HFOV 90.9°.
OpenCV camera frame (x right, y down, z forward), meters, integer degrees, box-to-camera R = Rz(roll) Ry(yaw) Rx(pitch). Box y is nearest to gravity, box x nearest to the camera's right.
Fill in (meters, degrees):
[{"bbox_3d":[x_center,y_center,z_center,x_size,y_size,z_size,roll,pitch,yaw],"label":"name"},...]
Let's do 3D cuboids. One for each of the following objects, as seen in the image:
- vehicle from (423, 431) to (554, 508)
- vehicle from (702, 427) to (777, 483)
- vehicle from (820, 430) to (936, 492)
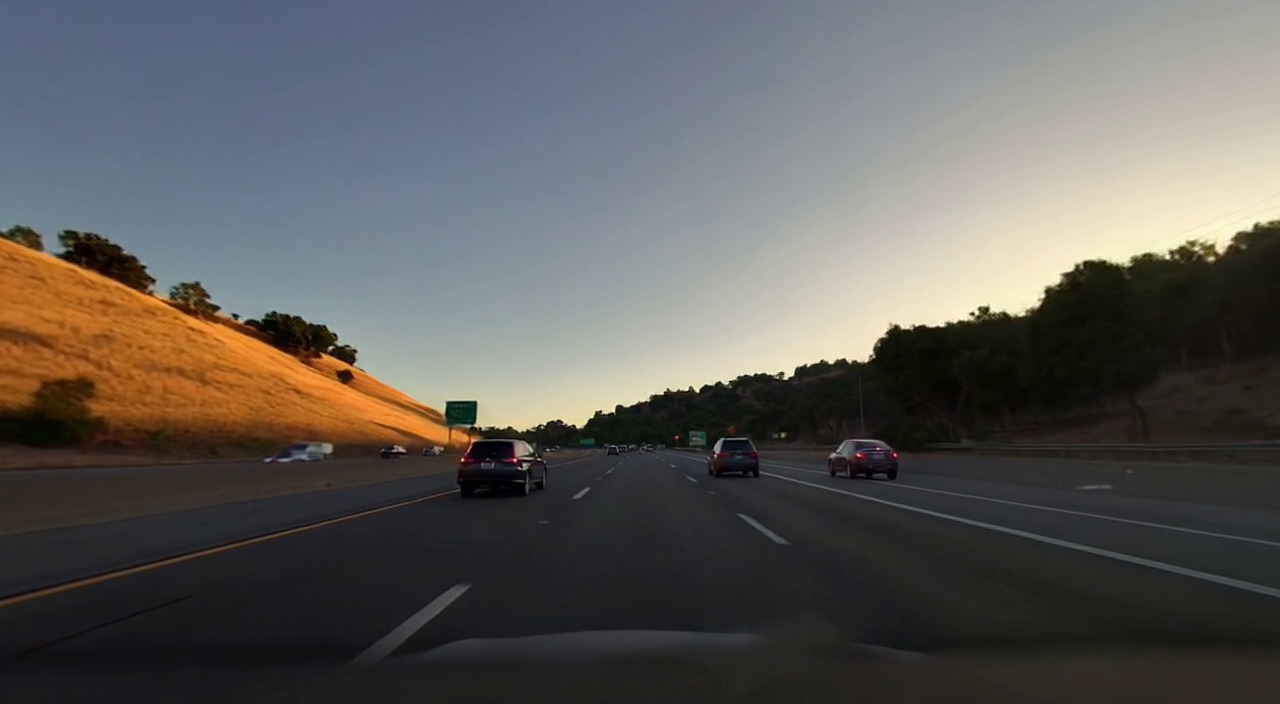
[{"bbox_3d":[-3.654,2.934,16.198,2.166,1.672,4.388,-1,-8,1],"label":"vehicle"},{"bbox_3d":[3.728,3.978,24.671,2.121,1.925,5.056,0,-8,0],"label":"vehicle"},{"bbox_3d":[7.394,3.430,20.166,1.998,1.717,4.338,0,-8,0],"label":"vehicle"}]
